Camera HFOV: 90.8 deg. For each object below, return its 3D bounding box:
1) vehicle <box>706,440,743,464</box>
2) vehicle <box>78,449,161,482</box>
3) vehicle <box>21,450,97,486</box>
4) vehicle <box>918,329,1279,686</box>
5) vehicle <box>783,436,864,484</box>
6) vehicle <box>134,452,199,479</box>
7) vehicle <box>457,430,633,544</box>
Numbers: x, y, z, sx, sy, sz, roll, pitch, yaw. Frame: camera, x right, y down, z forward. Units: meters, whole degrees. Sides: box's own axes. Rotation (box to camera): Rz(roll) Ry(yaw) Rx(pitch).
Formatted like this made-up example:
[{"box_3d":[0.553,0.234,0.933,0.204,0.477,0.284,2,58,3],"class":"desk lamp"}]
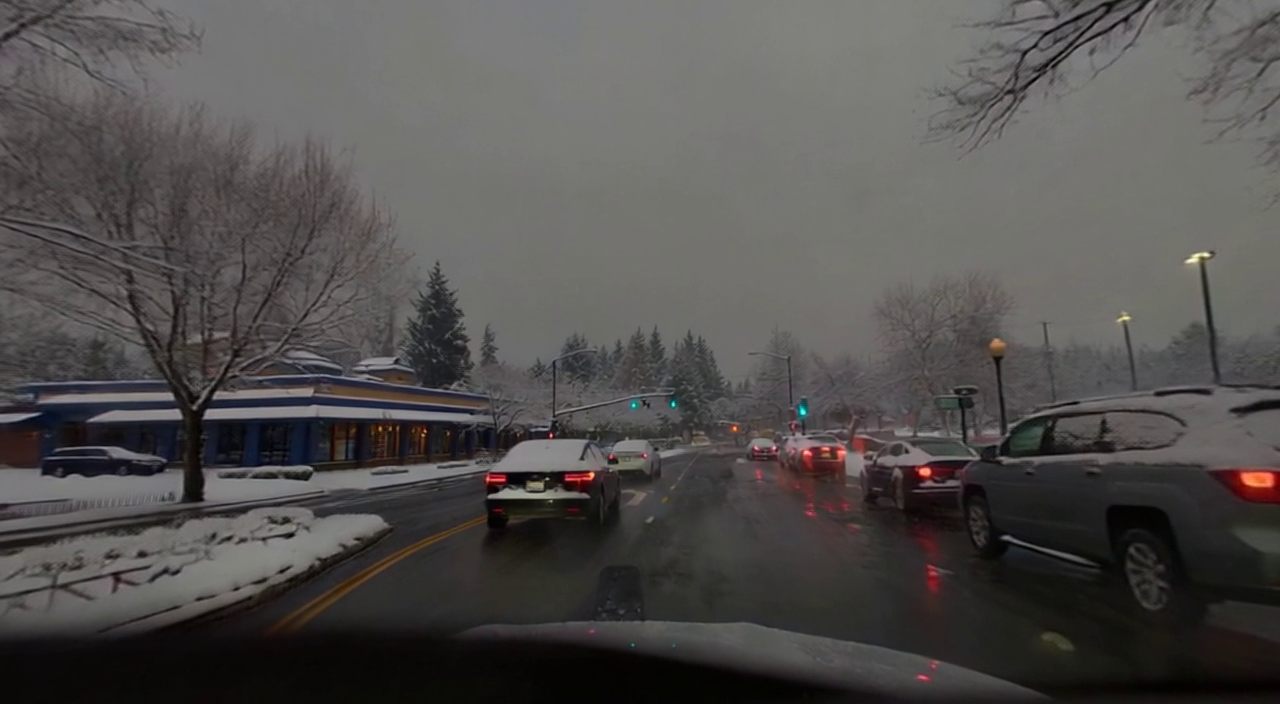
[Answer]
[{"box_3d":[5.338,6.370,40.396,2.095,1.473,4.301,-1,-8,5],"class":"vehicle"},{"box_3d":[-26.916,5.801,32.617,4.127,1.583,1.978,-5,-10,32],"class":"vehicle"},{"box_3d":[-27.406,5.416,29.757,3.865,1.499,1.804,-6,-10,37],"class":"vehicle"},{"box_3d":[4.850,1.215,5.933,2.324,1.907,5.634,-1,-8,5],"class":"vehicle"},{"box_3d":[6.327,3.748,22.336,1.910,1.493,4.490,-1,-8,5],"class":"vehicle"},{"box_3d":[-26.345,6.267,35.152,3.527,1.390,1.681,-5,-10,33],"class":"vehicle"},{"box_3d":[-1.303,2.117,10.634,1.968,1.497,4.286,-1,-8,5],"class":"vehicle"}]
